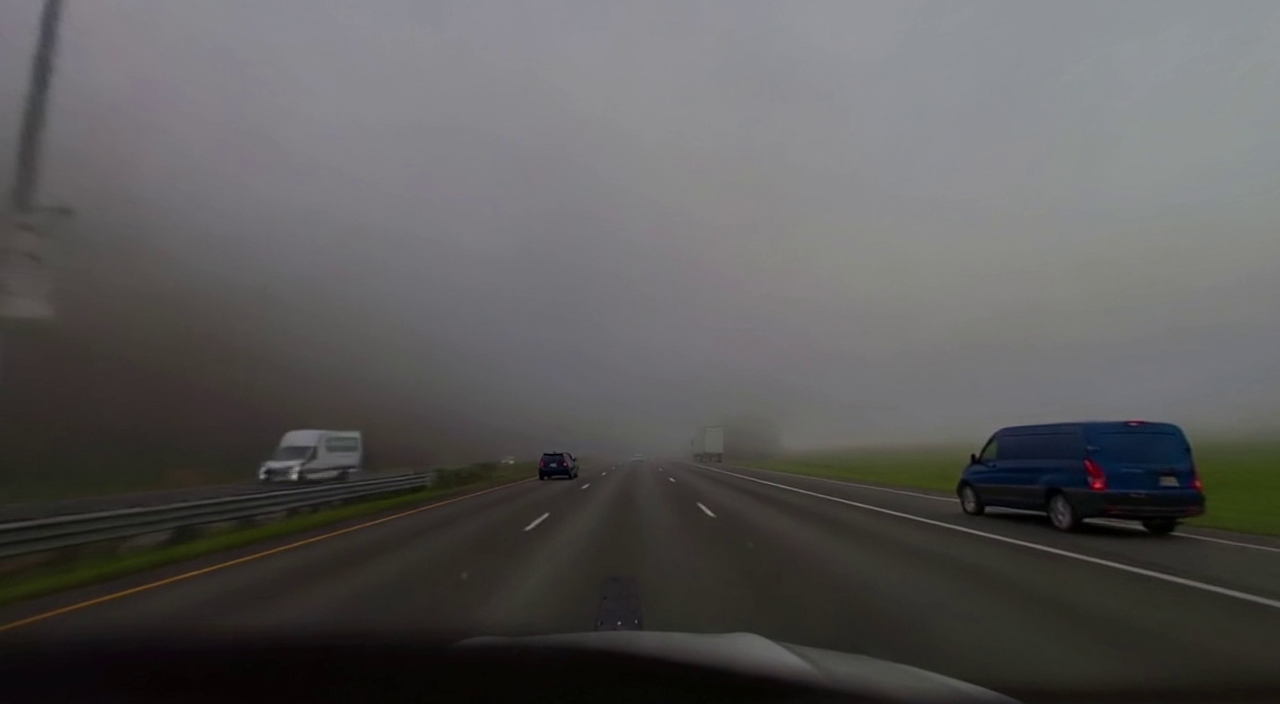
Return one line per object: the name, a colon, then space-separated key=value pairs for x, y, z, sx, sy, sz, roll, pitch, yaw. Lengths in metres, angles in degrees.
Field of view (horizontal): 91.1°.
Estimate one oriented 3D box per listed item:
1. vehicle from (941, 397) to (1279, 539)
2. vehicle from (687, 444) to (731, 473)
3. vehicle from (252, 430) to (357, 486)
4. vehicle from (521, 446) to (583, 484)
vehicle: x=7.744 y=1.994 z=11.269 sx=2.133 sy=1.933 sz=4.986 roll=0 pitch=-9 yaw=-1
vehicle: x=4.108 y=6.448 z=38.340 sx=2.069 sy=1.625 sz=4.832 roll=0 pitch=-9 yaw=-1
vehicle: x=-18.753 y=5.958 z=35.668 sx=2.222 sy=2.806 sz=6.915 roll=0 pitch=-9 yaw=-1
vehicle: x=-3.840 y=5.018 z=28.244 sx=2.160 sy=1.530 sz=4.500 roll=0 pitch=-9 yaw=0
